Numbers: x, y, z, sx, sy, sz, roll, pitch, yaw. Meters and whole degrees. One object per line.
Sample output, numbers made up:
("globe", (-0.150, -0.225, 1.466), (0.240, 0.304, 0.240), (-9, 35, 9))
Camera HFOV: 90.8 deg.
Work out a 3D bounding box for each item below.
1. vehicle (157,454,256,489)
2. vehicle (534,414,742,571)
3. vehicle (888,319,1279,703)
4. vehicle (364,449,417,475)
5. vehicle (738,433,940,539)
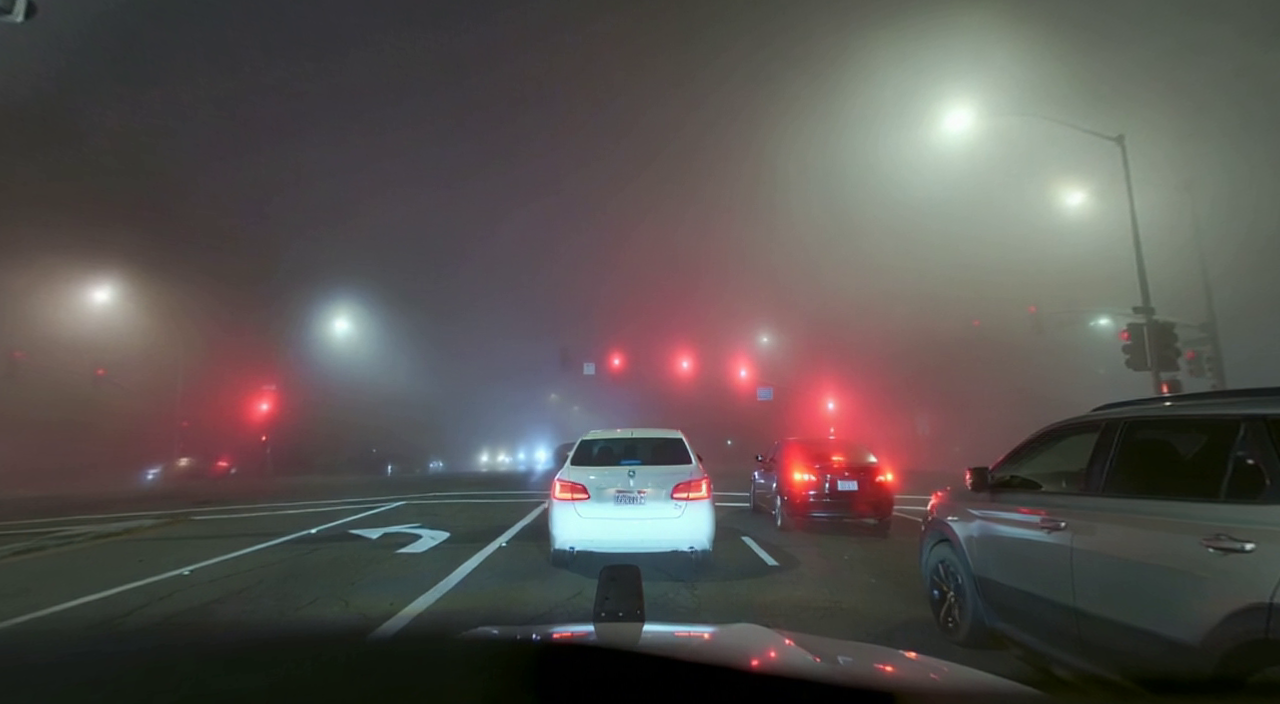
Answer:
("vehicle", (-24.199, 6.625, 35.322), (4.448, 1.837, 2.021), (-2, -9, 14))
("vehicle", (-0.069, 1.779, 8.742), (2.188, 1.637, 4.027), (0, -8, -1))
("vehicle", (3.007, 0.866, 2.663), (2.103, 1.701, 4.294), (0, -8, -1))
("vehicle", (-18.733, 8.262, 47.711), (2.026, 1.836, 4.726), (0, -8, 0))
("vehicle", (3.156, 2.216, 11.142), (2.001, 1.463, 4.398), (0, -8, -2))
